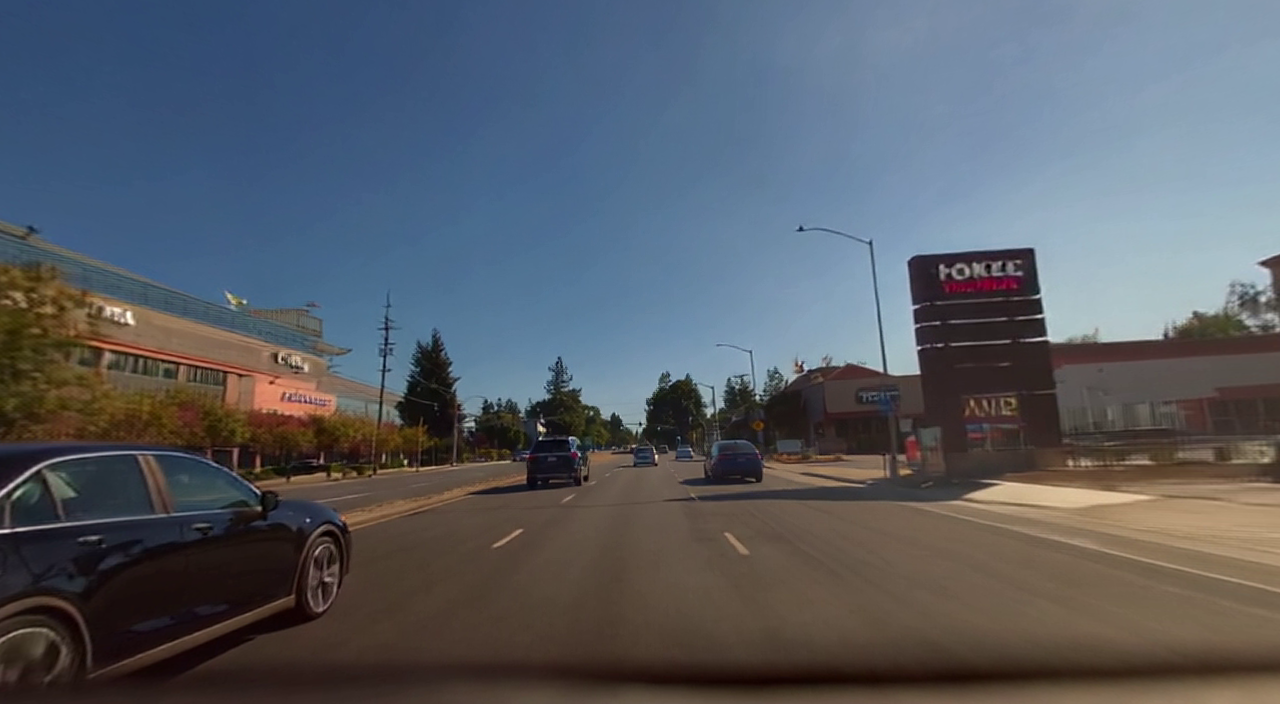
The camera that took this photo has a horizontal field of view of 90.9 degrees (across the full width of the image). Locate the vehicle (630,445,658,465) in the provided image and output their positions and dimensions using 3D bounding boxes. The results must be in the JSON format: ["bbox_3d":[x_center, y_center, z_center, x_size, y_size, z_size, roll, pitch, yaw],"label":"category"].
[{"bbox_3d":[0.299,7.714,47.487,2.069,1.445,3.965,0,-8,0],"label":"vehicle"}]

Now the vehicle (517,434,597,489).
[{"bbox_3d":[-2.878,3.925,22.963,2.193,1.788,4.603,0,-8,1],"label":"vehicle"}]

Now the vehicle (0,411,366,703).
[{"bbox_3d":[-3.266,1.020,2.708,1.956,1.460,4.802,0,-8,1],"label":"vehicle"}]

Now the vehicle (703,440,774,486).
[{"bbox_3d":[3.487,4.025,23.179,1.904,1.490,4.299,0,-8,0],"label":"vehicle"}]
